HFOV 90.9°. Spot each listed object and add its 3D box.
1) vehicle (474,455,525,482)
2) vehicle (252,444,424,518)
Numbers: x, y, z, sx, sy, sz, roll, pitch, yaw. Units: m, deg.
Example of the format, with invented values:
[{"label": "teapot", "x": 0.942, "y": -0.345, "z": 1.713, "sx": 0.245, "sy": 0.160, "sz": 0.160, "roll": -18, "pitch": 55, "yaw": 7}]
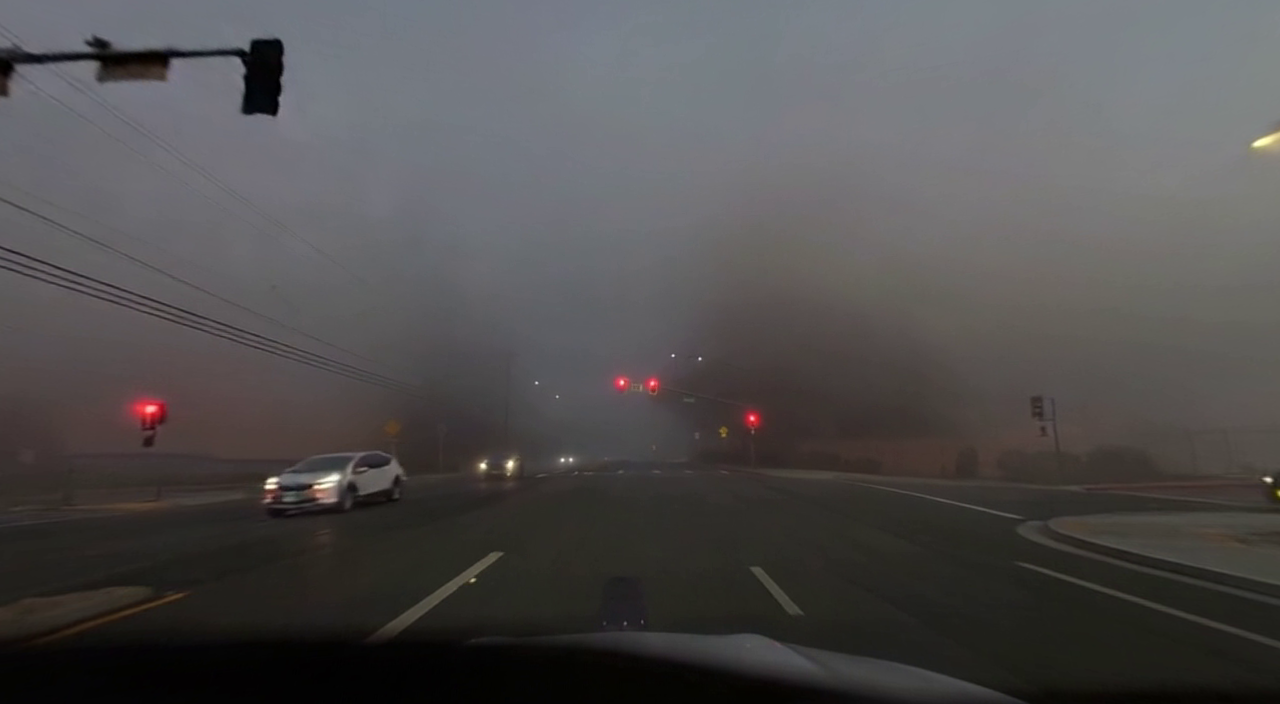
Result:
[{"label": "vehicle", "x": -8.554, "y": 7.133, "z": 38.713, "sx": 2.099, "sy": 1.468, "sz": 4.126, "roll": -1, "pitch": -9, "yaw": 2}, {"label": "vehicle", "x": -8.554, "y": 3.674, "z": 18.657, "sx": 2.206, "sy": 1.836, "sz": 5.559, "roll": 0, "pitch": -9, "yaw": 2}]
